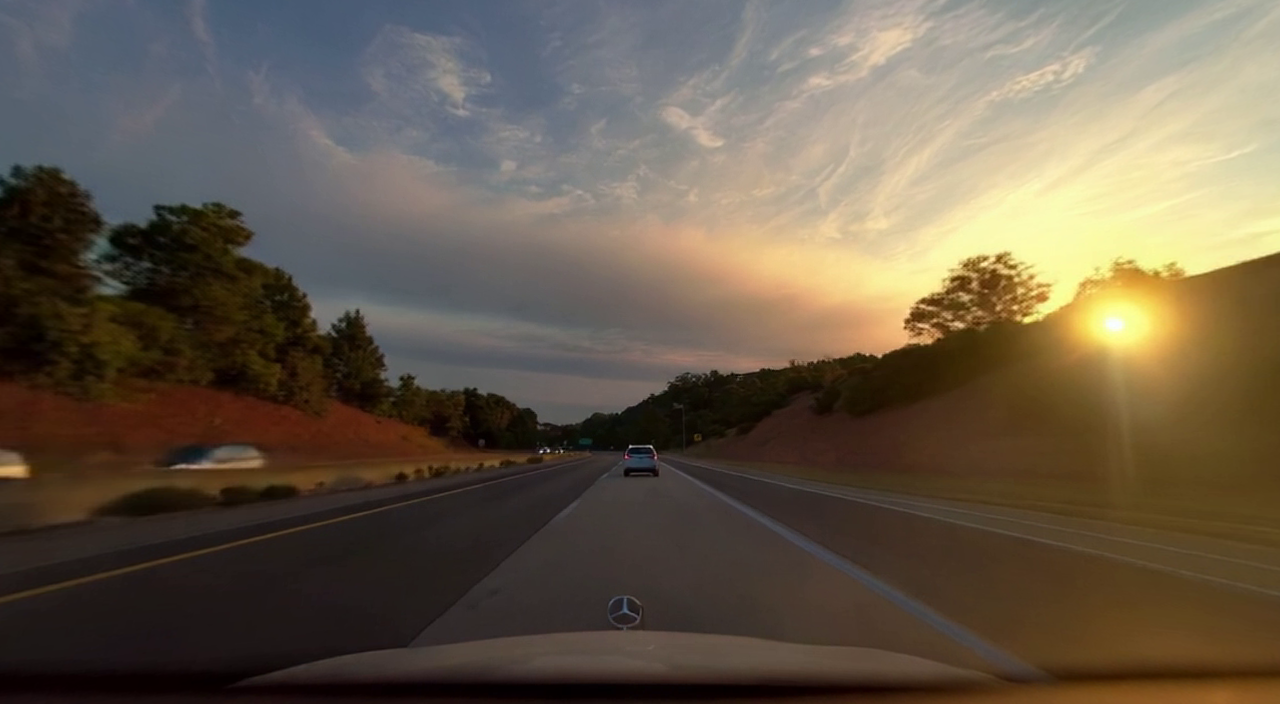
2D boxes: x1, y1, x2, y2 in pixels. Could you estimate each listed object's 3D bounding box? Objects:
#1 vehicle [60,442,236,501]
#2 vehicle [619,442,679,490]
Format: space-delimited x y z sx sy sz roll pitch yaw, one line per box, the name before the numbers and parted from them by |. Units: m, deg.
vehicle | -13.607 3.293 17.761 1.875 1.457 3.773 0 -9 0
vehicle | 0.308 4.417 24.816 2.135 1.686 4.517 0 -9 0
